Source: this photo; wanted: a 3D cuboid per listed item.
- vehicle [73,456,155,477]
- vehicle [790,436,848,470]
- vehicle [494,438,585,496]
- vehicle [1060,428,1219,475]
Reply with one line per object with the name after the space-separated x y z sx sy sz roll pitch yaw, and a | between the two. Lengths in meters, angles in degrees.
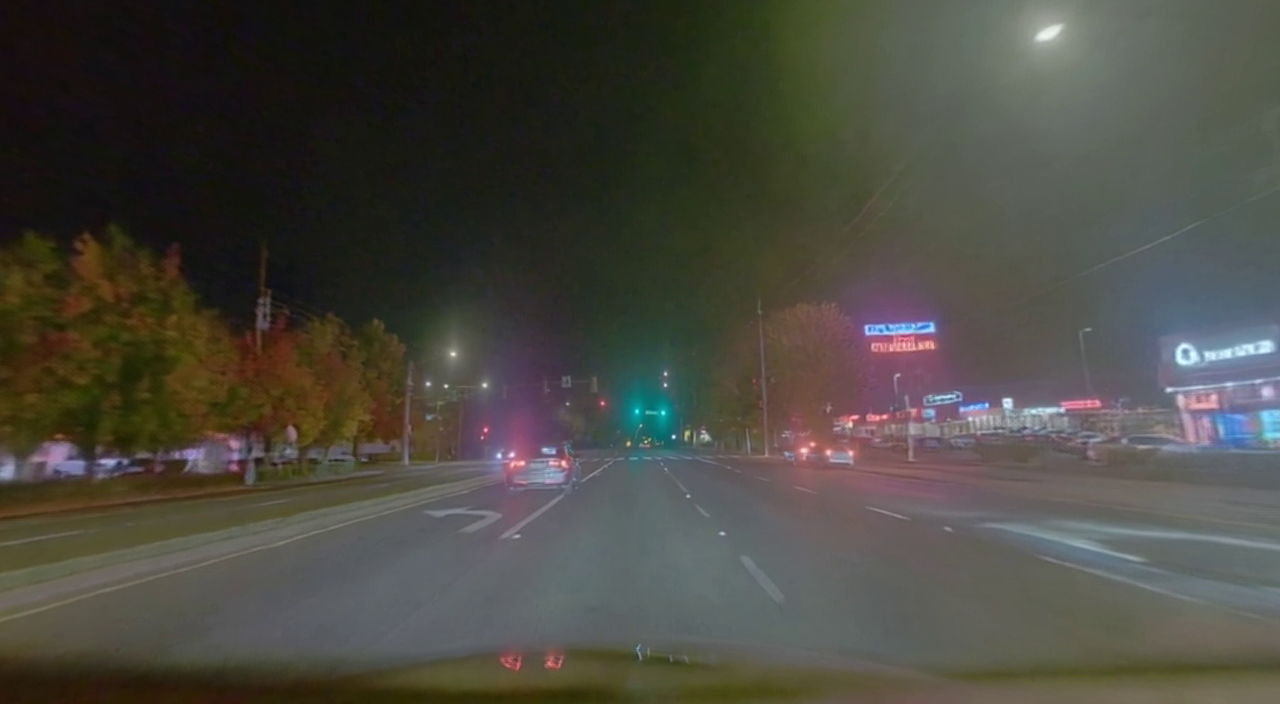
-41.320 8.947 49.704 1.902 1.475 4.635 -8 -11 43 | vehicle
10.298 5.830 36.724 1.998 1.862 4.658 0 -8 0 | vehicle
-2.781 3.273 18.364 2.185 1.473 3.925 0 -8 -3 | vehicle
19.941 3.982 25.476 4.729 1.706 1.922 -6 -10 37 | vehicle
